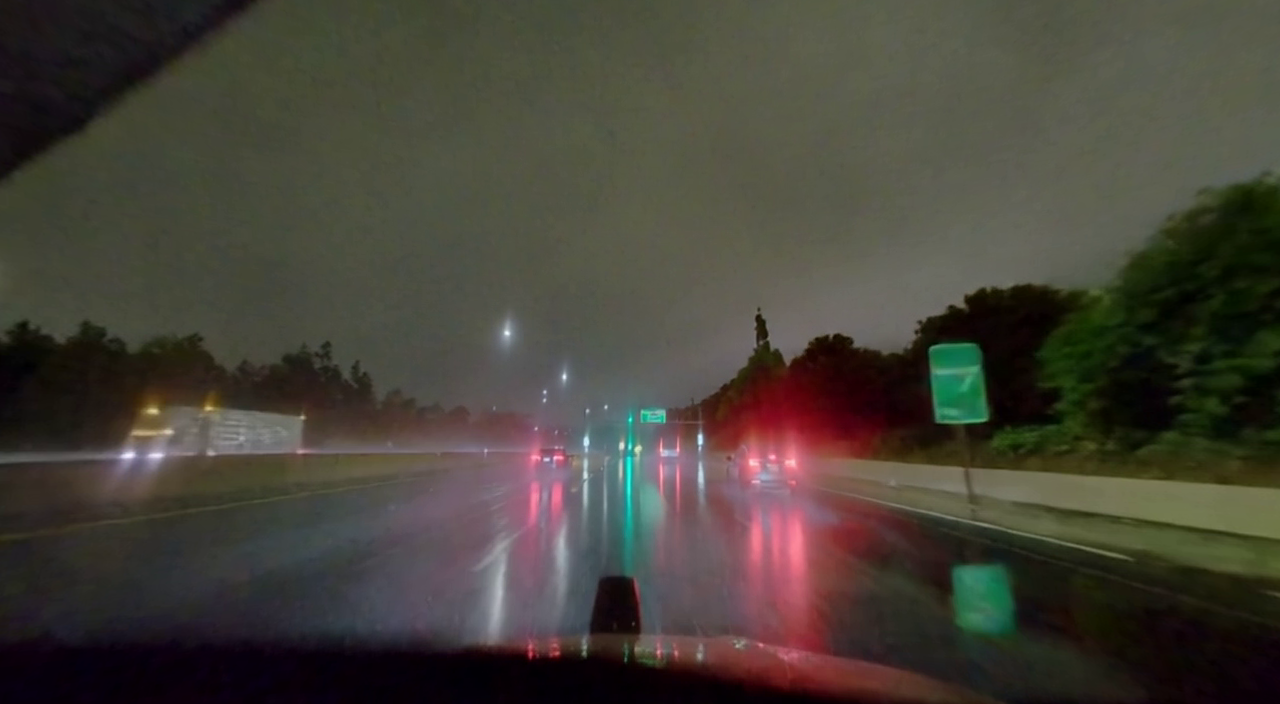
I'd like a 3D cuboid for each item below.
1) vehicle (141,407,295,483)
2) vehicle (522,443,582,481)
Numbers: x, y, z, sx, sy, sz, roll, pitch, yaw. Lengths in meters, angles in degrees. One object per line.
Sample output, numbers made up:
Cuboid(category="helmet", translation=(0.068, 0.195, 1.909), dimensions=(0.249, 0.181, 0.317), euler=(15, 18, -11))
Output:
Cuboid(category="vehicle", translation=(-24.962, 5.625, 38.296), dimensions=(2.889, 3.965, 9.817), euler=(0, -8, -3))
Cuboid(category="vehicle", translation=(-3.831, 4.879, 28.318), dimensions=(2.037, 1.514, 4.335), euler=(0, -8, 0))
